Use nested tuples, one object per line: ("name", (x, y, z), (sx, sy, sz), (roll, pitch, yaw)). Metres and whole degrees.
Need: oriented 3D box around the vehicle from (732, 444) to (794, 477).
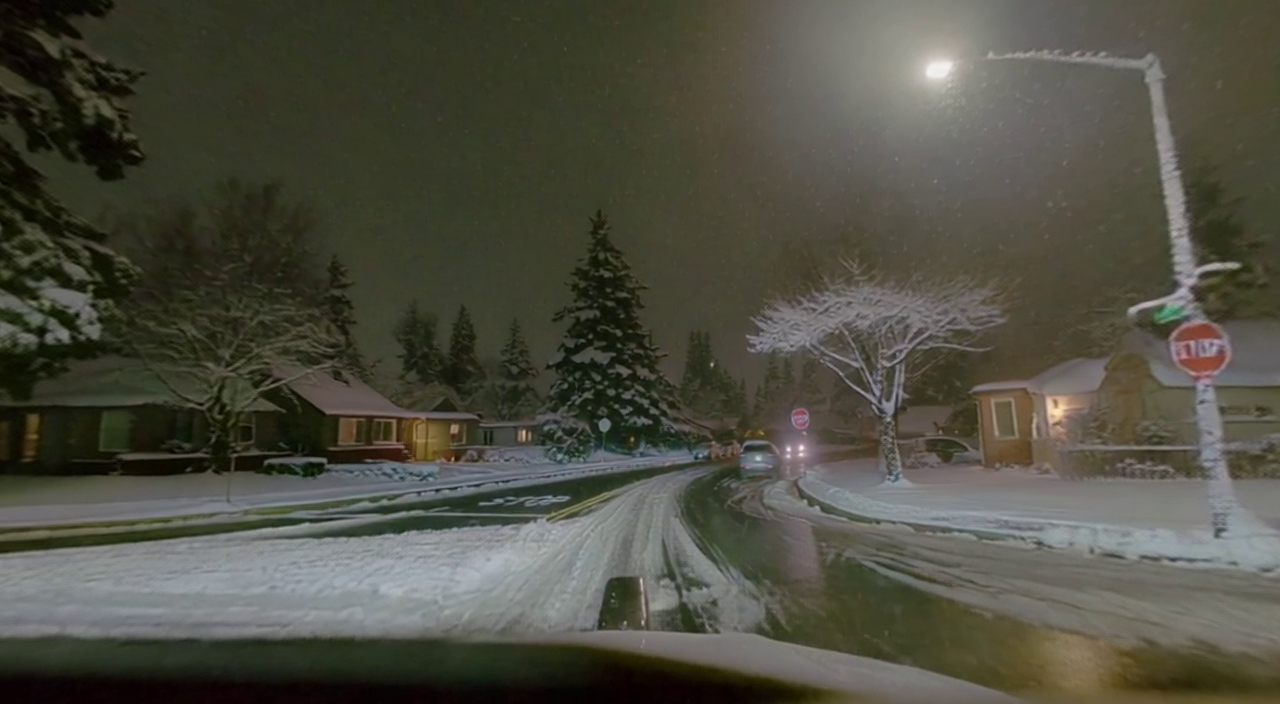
("vehicle", (6.957, 5.989, 35.180), (2.692, 1.649, 4.689), (-3, -9, 20))
